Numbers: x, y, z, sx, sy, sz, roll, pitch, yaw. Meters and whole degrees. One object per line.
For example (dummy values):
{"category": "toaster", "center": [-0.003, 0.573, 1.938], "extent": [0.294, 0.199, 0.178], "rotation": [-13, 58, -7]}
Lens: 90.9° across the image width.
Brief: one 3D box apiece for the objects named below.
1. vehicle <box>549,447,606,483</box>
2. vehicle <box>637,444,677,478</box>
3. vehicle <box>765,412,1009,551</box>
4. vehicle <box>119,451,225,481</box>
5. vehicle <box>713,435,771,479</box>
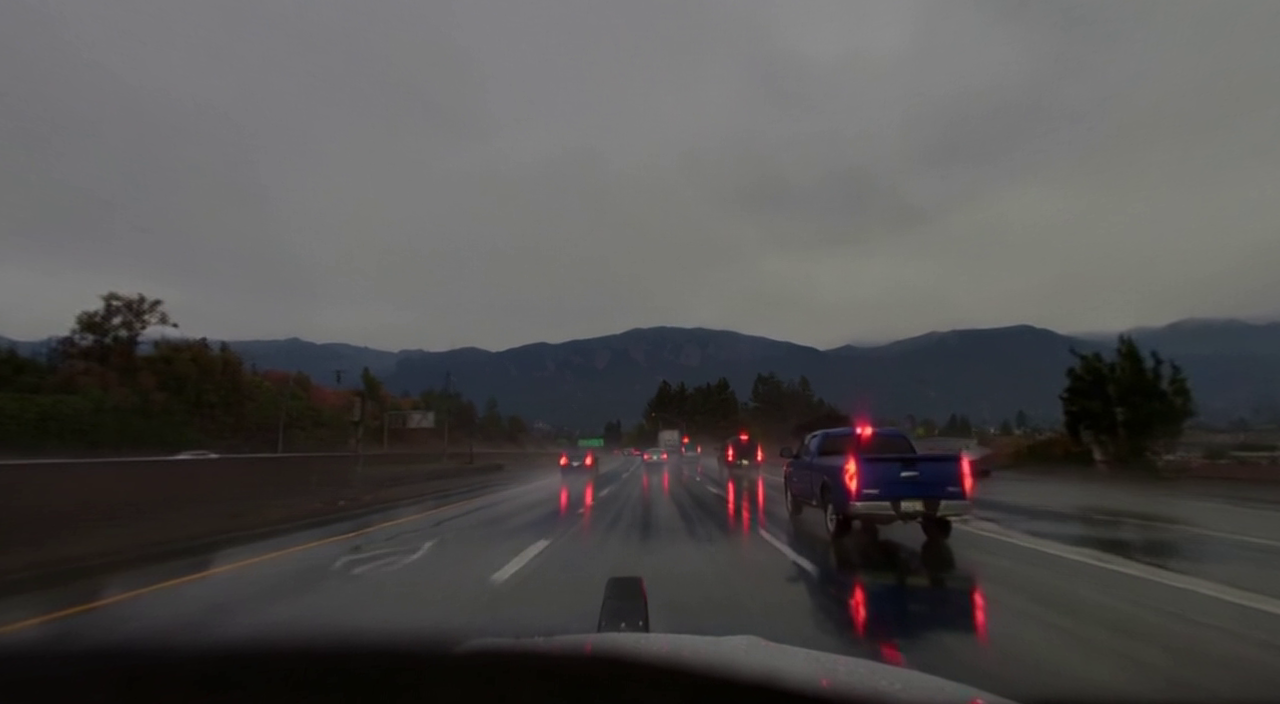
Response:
{"category": "vehicle", "center": [-2.923, 5.393, 30.406], "extent": [2.109, 1.530, 4.646], "rotation": [-1, -8, 2]}
{"category": "vehicle", "center": [0.866, 5.693, 33.219], "extent": [1.959, 1.604, 4.065], "rotation": [-1, -8, 1]}
{"category": "vehicle", "center": [3.857, 2.144, 11.245], "extent": [2.229, 1.837, 5.387], "rotation": [-1, -8, 1]}
{"category": "vehicle", "center": [-27.859, 6.786, 37.855], "extent": [2.172, 1.609, 5.420], "rotation": [-1, -8, 1]}
{"category": "vehicle", "center": [4.866, 5.107, 30.863], "extent": [2.057, 1.958, 4.495], "rotation": [0, -8, 0]}
